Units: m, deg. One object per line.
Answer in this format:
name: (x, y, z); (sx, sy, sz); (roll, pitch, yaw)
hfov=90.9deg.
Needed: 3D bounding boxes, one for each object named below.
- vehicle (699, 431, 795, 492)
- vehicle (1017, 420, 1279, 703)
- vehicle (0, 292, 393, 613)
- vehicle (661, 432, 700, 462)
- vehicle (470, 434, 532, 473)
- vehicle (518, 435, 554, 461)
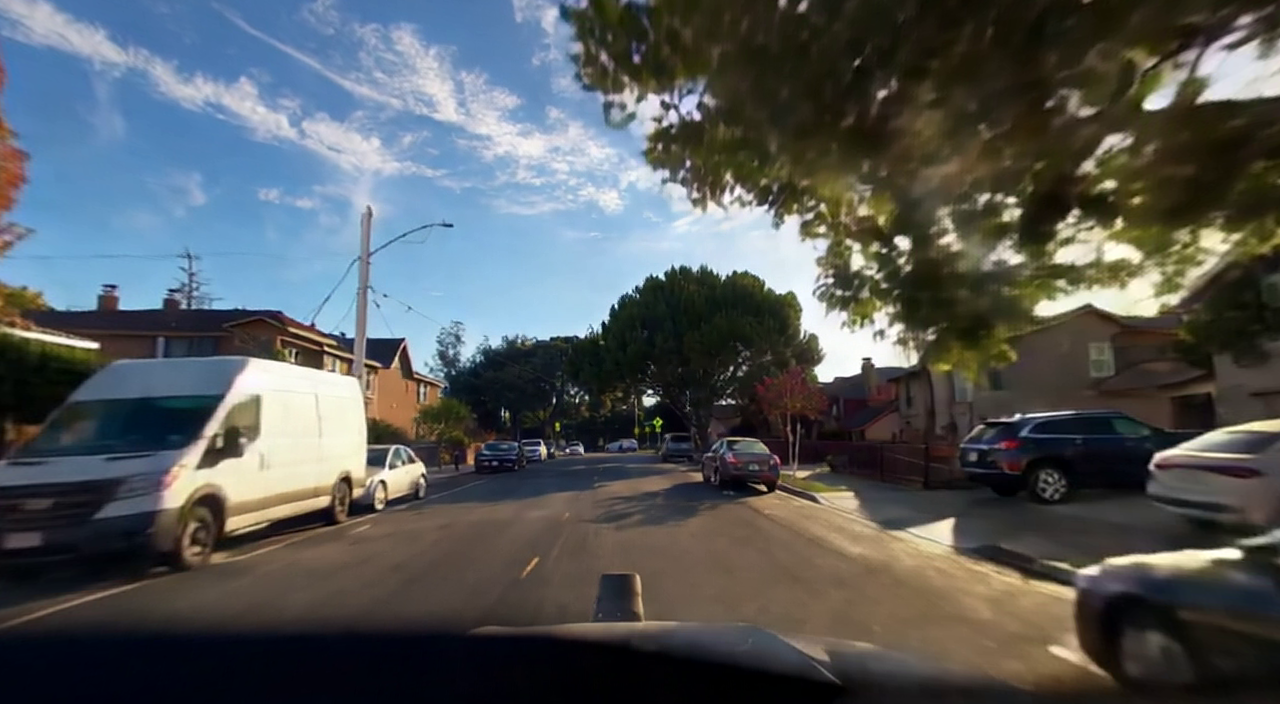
vehicle: (3.012, 3.166, 18.860); (1.875, 1.568, 4.899); (1, -7, -2)
vehicle: (3.600, 0.943, 1.828); (1.972, 1.492, 4.506); (1, -7, -5)
vehicle: (-5.514, 1.213, 8.266); (2.270, 2.706, 5.871); (0, -8, -2)
vehicle: (2.326, 5.606, 37.302); (1.997, 1.663, 4.544); (0, -8, -1)
vehicle: (-6.182, 4.543, 28.724); (1.972, 1.502, 5.530); (0, -7, -4)
vehicle: (-6.786, 6.308, 41.547); (1.842, 1.540, 3.704); (0, -7, -2)
